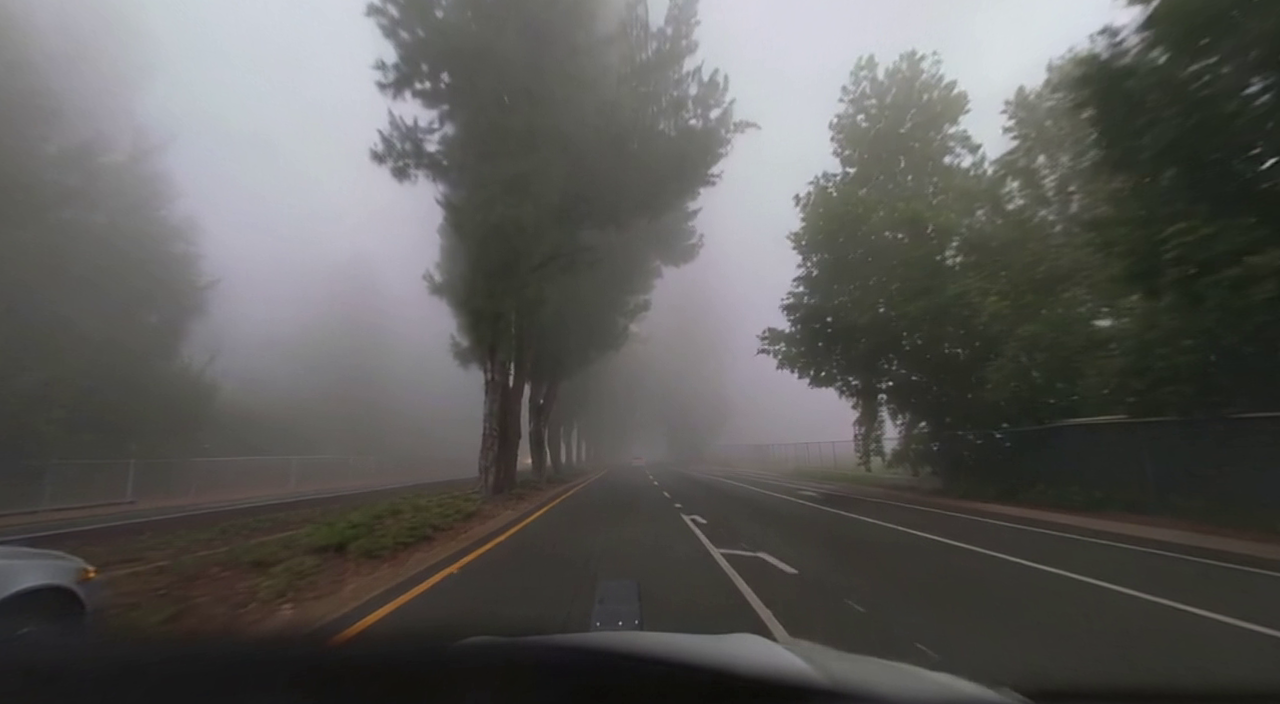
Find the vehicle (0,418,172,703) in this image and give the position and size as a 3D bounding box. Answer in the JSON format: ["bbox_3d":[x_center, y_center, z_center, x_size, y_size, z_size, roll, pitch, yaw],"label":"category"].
[{"bbox_3d":[-4.059,0.864,1.599,2.120,1.488,4.766,0,-8,-1],"label":"vehicle"}]
